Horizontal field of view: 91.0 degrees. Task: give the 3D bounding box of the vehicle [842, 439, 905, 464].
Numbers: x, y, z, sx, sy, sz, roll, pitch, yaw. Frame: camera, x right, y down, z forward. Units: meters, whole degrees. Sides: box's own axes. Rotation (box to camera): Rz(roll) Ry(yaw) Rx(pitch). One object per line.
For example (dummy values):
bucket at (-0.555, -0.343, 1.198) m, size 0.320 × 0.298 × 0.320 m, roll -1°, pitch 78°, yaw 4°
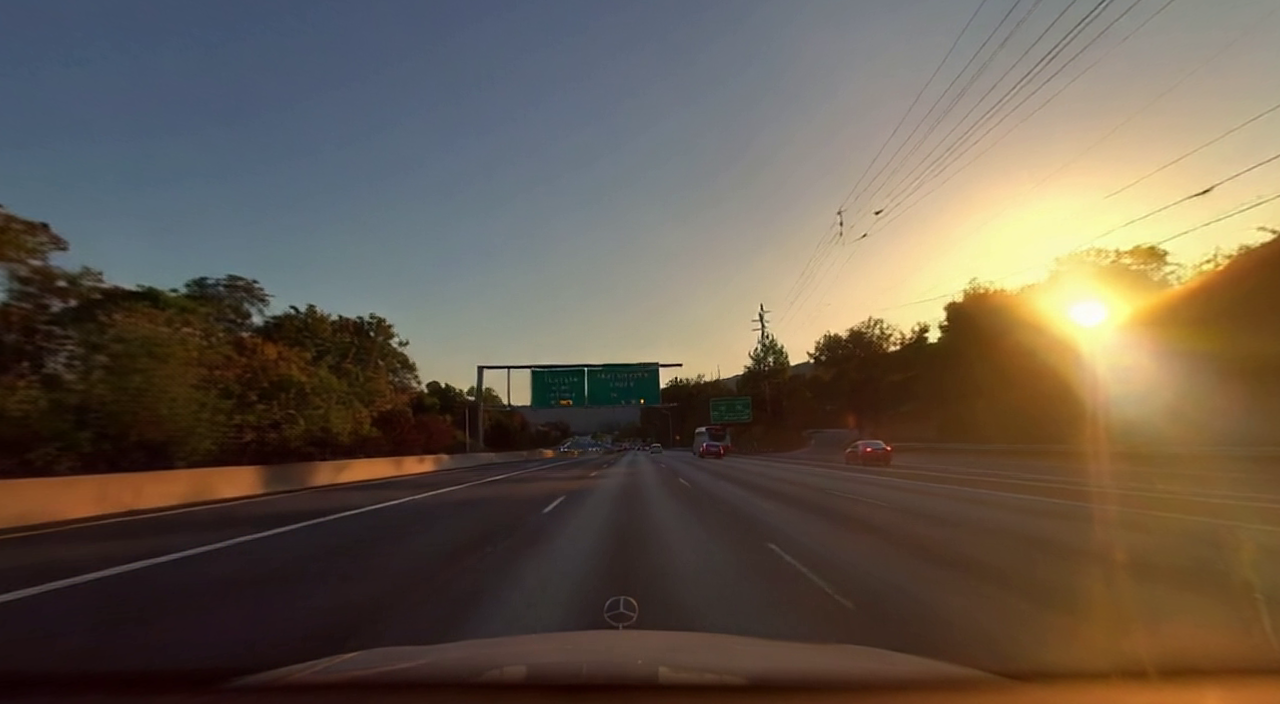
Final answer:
vehicle at (14.566, 6.226, 39.513) m, size 2.089 × 1.484 × 4.573 m, roll 0°, pitch -8°, yaw -1°
